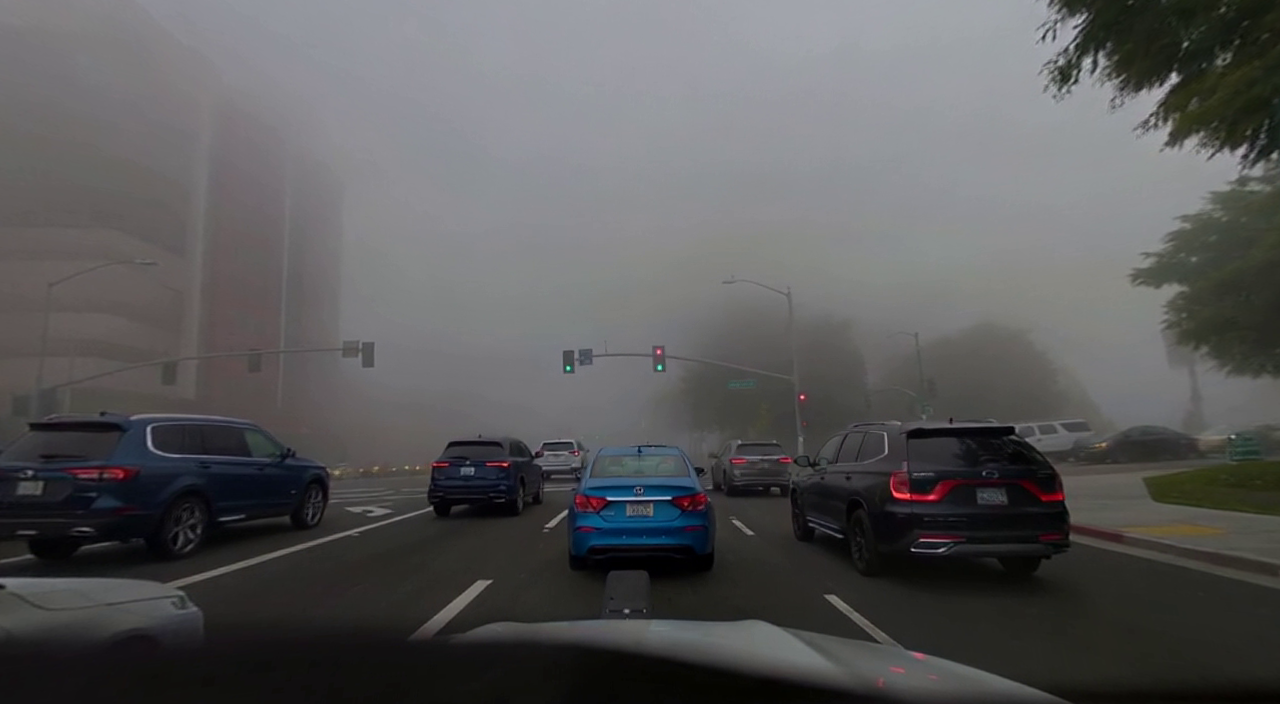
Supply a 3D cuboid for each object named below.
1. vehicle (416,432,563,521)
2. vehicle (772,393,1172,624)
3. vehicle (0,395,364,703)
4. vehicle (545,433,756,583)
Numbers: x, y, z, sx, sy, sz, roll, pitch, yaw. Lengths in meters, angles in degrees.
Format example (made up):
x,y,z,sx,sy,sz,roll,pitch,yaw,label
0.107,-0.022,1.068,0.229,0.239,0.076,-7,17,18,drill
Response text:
x,y,z,sx,sy,sz,roll,pitch,yaw,label
-3.233,2.792,14.711,2.168,1.719,4.561,-1,-9,2,vehicle
3.063,1.552,7.171,2.108,1.785,4.334,0,-9,-1,vehicle
-3.326,0.981,2.629,2.144,1.505,4.635,-1,-9,2,vehicle
0.088,1.901,8.480,2.147,1.507,3.953,0,-9,-1,vehicle
